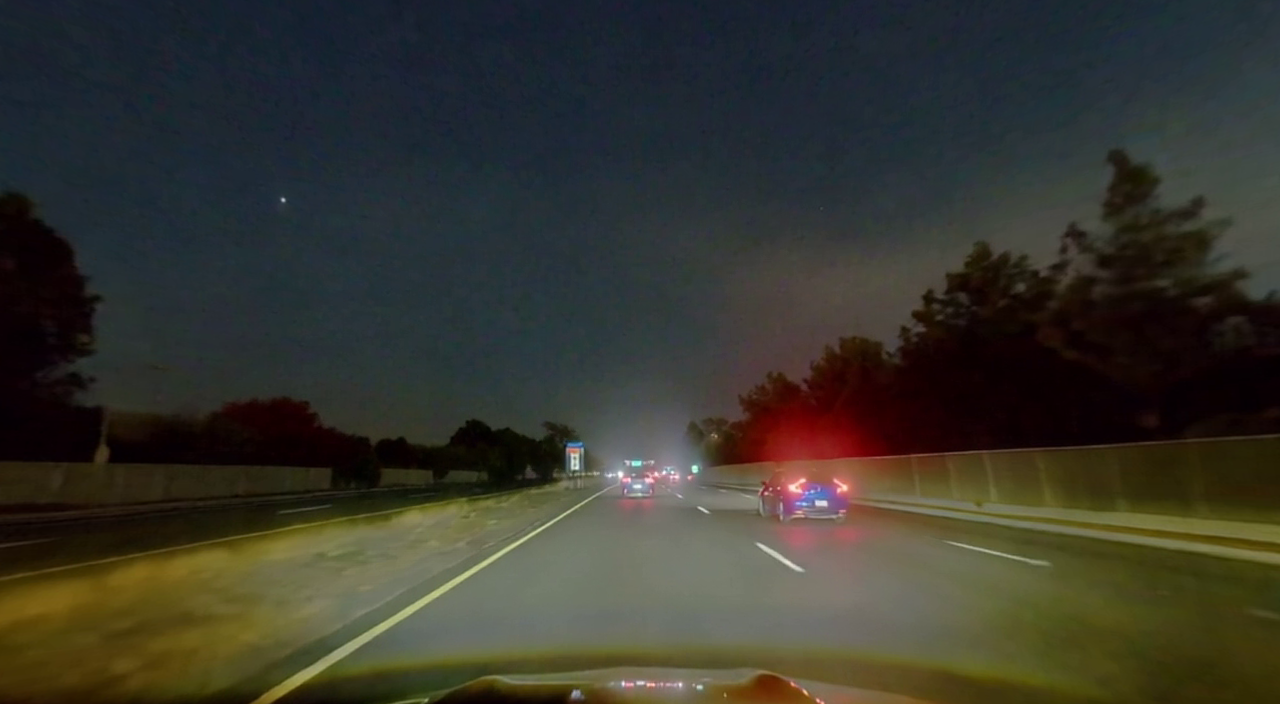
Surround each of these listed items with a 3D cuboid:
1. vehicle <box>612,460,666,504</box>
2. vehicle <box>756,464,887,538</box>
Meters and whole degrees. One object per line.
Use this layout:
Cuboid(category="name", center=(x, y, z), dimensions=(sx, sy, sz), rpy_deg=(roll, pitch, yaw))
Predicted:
Cuboid(category="vehicle", center=(-0.032, 5.330, 25.979), dimensions=(2.037, 1.605, 3.833), rpy_deg=(1, -11, 0))
Cuboid(category="vehicle", center=(4.233, 3.554, 15.448), dimensions=(1.938, 1.494, 4.032), rpy_deg=(1, -11, -1))
